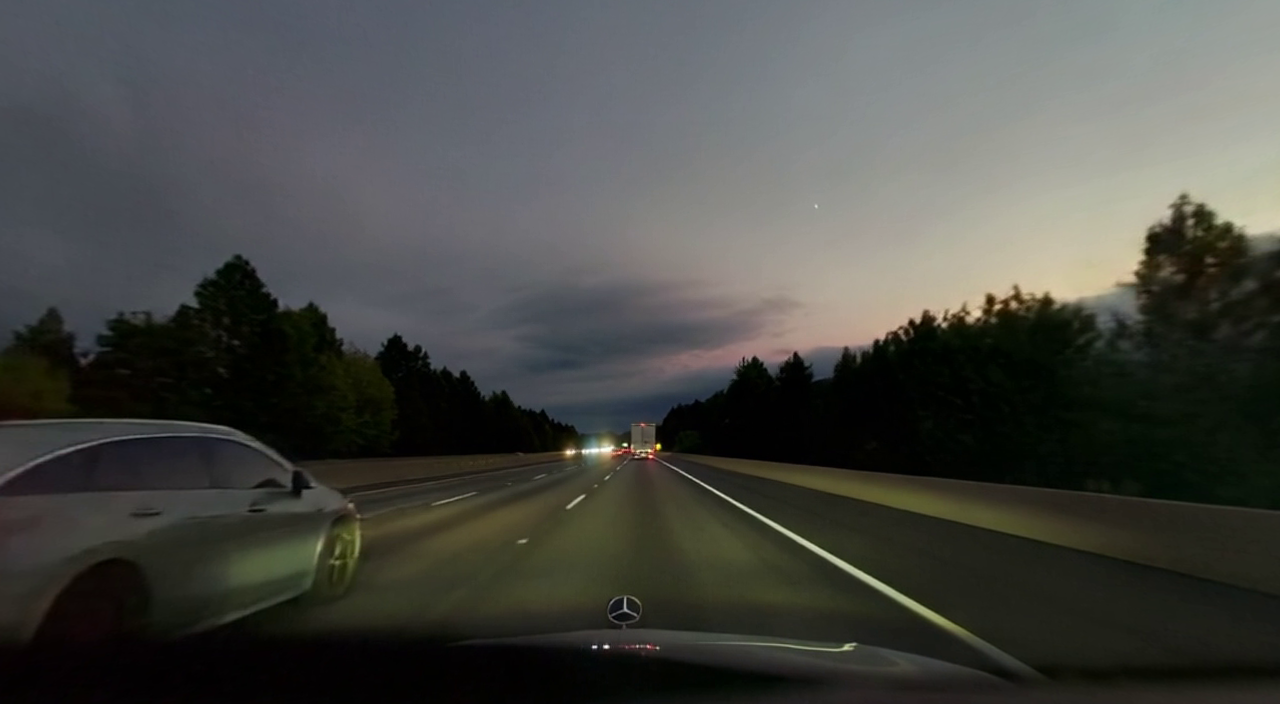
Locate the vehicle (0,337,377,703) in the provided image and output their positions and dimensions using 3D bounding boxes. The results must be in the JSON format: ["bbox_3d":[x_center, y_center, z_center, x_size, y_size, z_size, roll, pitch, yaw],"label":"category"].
[{"bbox_3d":[-3.337,0.933,3.166,2.017,1.680,4.636,0,-9,0],"label":"vehicle"}]
